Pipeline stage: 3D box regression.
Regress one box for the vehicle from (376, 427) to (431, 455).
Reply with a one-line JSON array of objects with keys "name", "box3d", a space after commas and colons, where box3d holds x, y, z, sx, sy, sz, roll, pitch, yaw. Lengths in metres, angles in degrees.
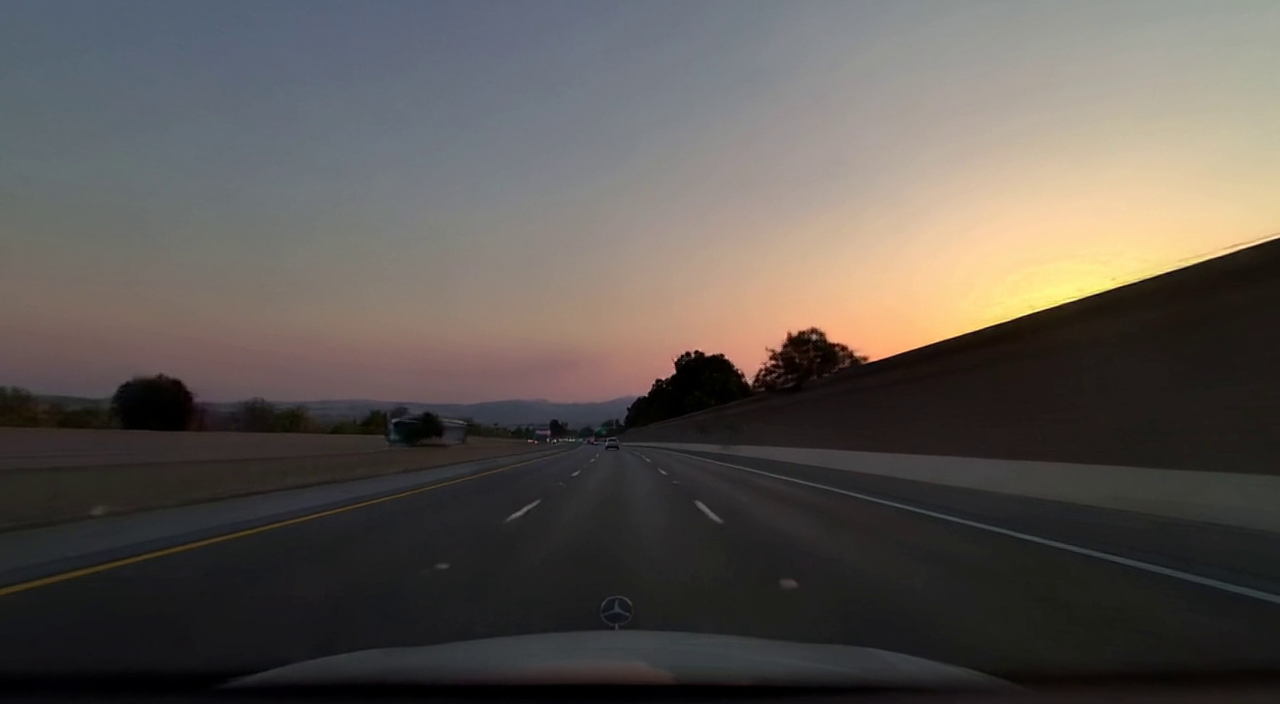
[{"name": "vehicle", "box3d": [-17.379, 6.569, 46.450, 2.329, 1.916, 4.747, 0, -8, -2]}]
